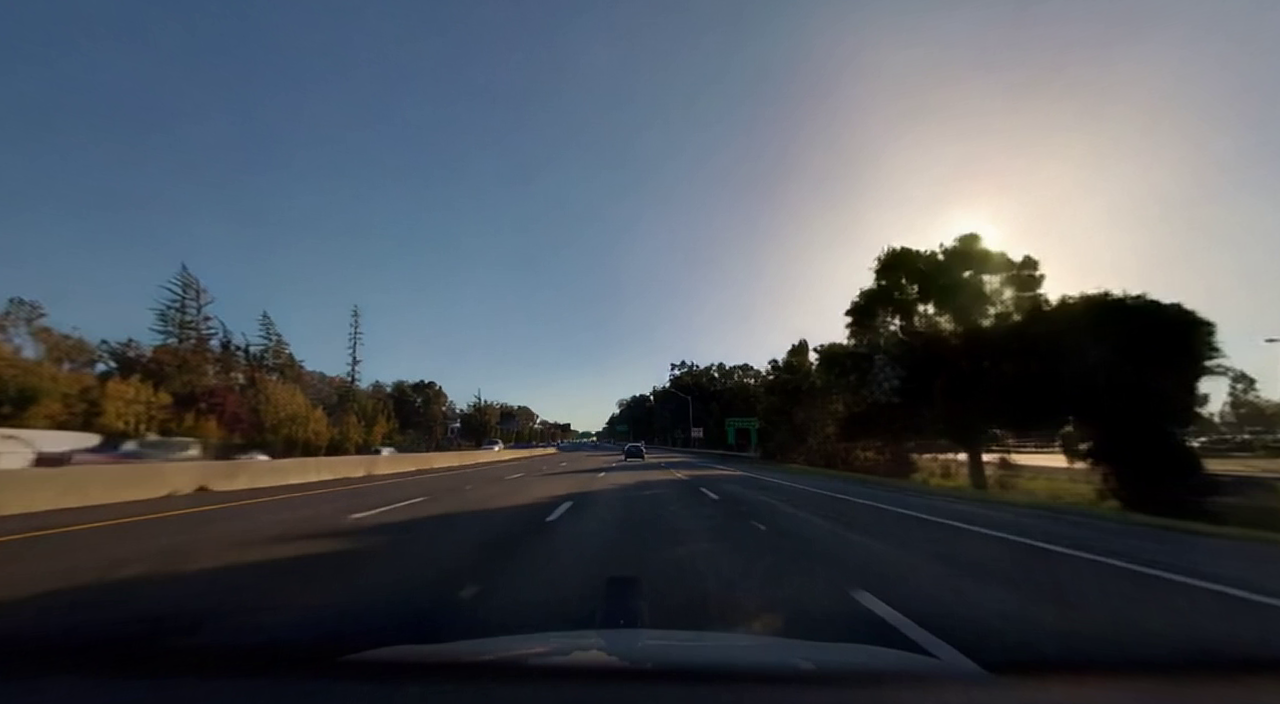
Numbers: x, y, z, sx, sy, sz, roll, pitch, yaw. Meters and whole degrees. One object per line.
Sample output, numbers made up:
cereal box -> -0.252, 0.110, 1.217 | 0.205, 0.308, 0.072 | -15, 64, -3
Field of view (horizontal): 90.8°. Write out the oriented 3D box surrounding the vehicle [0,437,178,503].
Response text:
vehicle -> -17.490, 3.568, 19.678 | 2.006, 1.741, 5.547 | 0, -9, 0

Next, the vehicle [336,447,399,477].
vehicle -> -17.985, 7.271, 41.905 | 1.956, 1.837, 4.700 | 0, -9, 1

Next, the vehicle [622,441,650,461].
vehicle -> -0.358, 7.580, 48.277 | 2.025, 1.460, 4.189 | 0, -9, -2

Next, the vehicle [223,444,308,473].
vehicle -> -25.177, 7.167, 42.827 | 2.216, 1.829, 5.798 | 0, -9, 0
